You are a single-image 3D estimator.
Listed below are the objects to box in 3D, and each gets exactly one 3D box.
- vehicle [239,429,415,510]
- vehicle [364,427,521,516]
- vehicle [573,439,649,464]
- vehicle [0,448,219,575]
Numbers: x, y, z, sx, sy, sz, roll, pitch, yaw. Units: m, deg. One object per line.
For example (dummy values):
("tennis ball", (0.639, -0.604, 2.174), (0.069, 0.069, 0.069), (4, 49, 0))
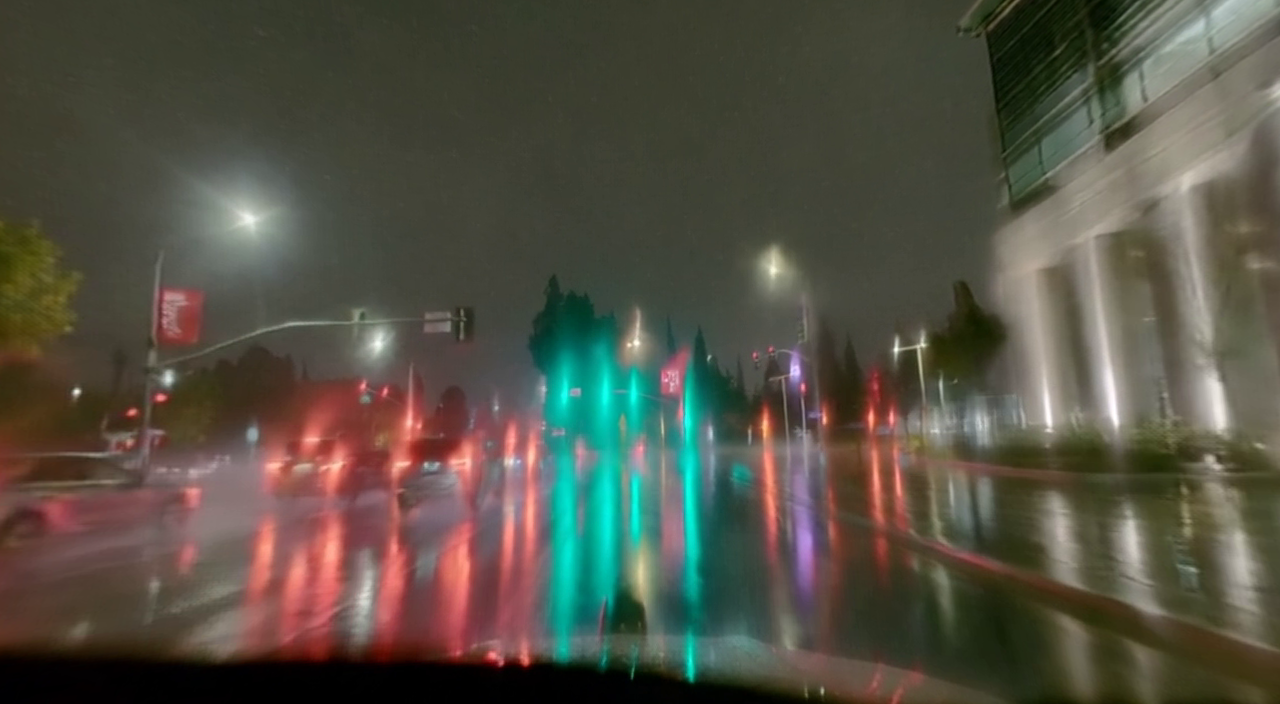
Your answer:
("vehicle", (-8.010, 3.043, 16.768), (2.152, 1.813, 4.751), (0, -9, 1))
("vehicle", (-4.122, 2.573, 13.997), (2.043, 1.636, 4.320), (0, -9, 1))
("vehicle", (-1.801, 6.347, 40.157), (4.767, 1.524, 1.929), (0, -8, 1))
("vehicle", (-8.357, 2.047, 8.590), (2.030, 1.440, 4.464), (0, -9, 1))
